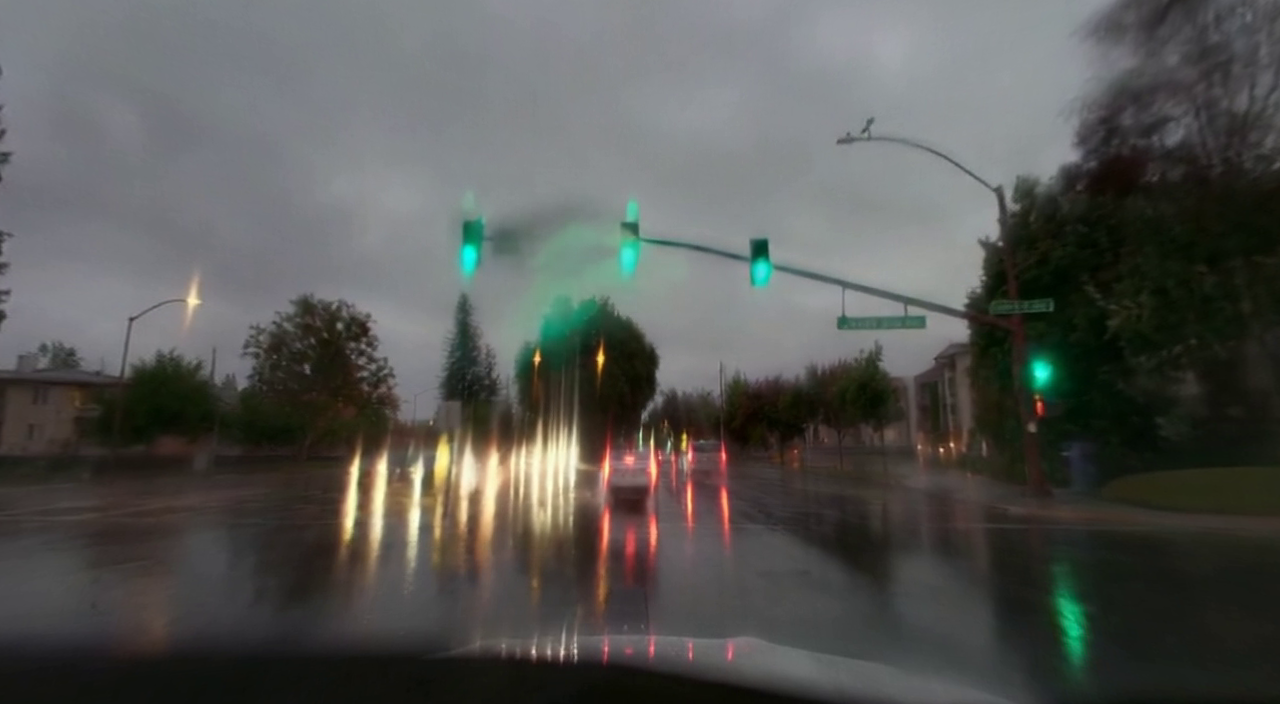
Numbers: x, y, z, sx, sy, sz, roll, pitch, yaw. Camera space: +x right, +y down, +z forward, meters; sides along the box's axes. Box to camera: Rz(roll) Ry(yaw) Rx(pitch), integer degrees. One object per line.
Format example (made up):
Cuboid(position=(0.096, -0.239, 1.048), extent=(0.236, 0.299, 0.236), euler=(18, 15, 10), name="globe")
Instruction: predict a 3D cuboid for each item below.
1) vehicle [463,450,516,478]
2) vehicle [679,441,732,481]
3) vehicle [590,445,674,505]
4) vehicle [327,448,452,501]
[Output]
Cuboid(position=(-8.763, 6.545, 37.184), extent=(2.035, 1.463, 4.527), euler=(0, -8, 0), name="vehicle")
Cuboid(position=(3.108, 5.239, 30.681), extent=(2.073, 1.822, 4.276), euler=(0, -8, -1), name="vehicle")
Cuboid(position=(-0.189, 3.444, 18.103), extent=(2.140, 1.474, 4.026), euler=(0, -8, 0), name="vehicle")
Cuboid(position=(-8.201, 4.019, 21.243), extent=(2.121, 1.513, 4.832), euler=(-1, -9, 2), name="vehicle")
